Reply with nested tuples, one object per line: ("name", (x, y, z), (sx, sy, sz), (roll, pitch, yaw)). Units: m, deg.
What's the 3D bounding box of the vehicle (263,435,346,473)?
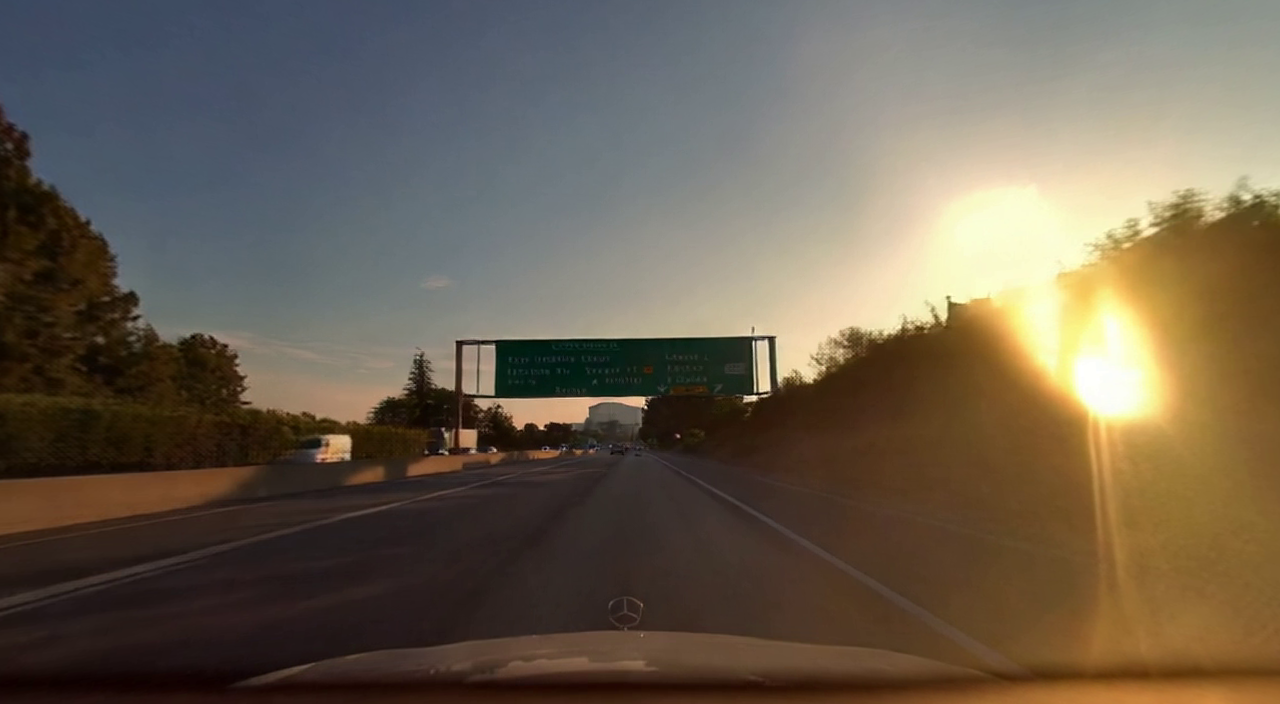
("vehicle", (-24.249, 7.408, 46.017), (2.264, 2.510, 6.892), (0, -9, 0))
